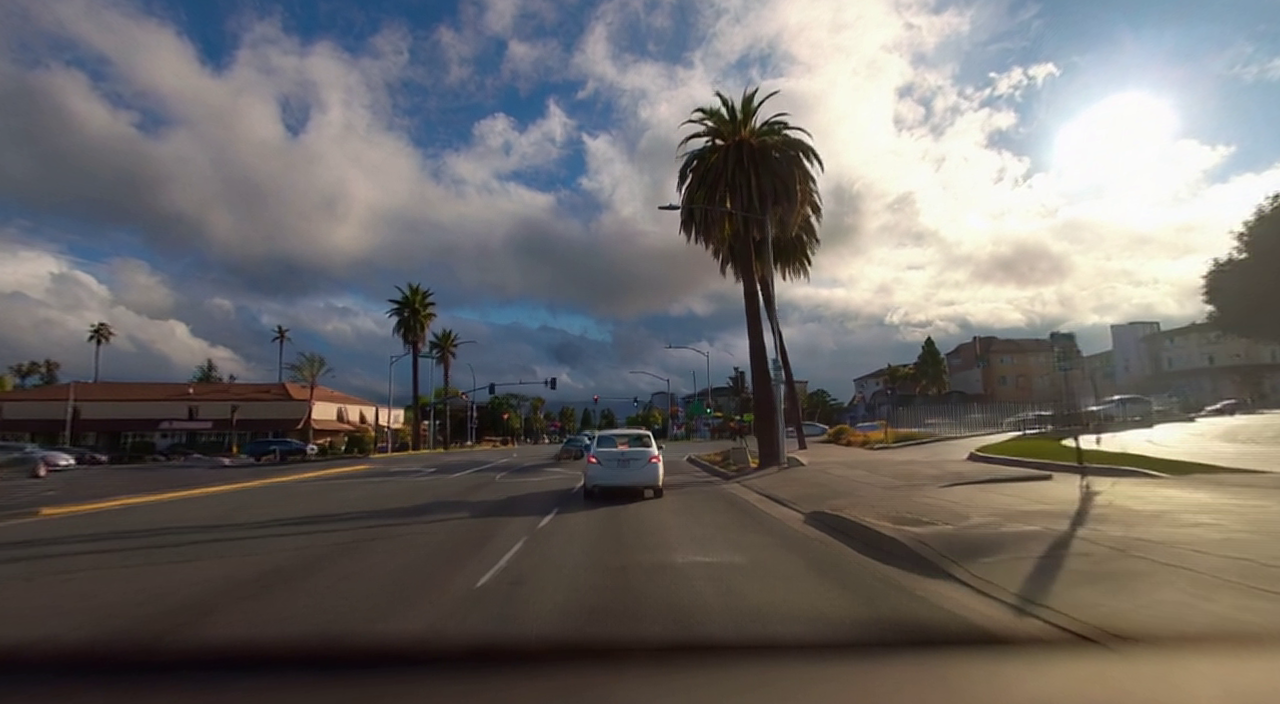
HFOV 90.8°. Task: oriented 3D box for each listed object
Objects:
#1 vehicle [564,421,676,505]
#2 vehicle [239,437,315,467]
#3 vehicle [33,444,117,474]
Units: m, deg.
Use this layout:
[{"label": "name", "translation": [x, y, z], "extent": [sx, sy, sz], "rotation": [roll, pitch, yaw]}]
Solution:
[{"label": "vehicle", "translation": [-0.358, 2.324, 13.617], "extent": [2.060, 1.526, 3.859], "rotation": [0, -8, 0]}, {"label": "vehicle", "translation": [-22.894, 6.306, 40.093], "extent": [1.990, 1.752, 4.673], "rotation": [0, -8, 0]}, {"label": "vehicle", "translation": [-36.200, 6.809, 40.615], "extent": [1.757, 1.803, 4.000], "rotation": [0, -8, -2]}]
